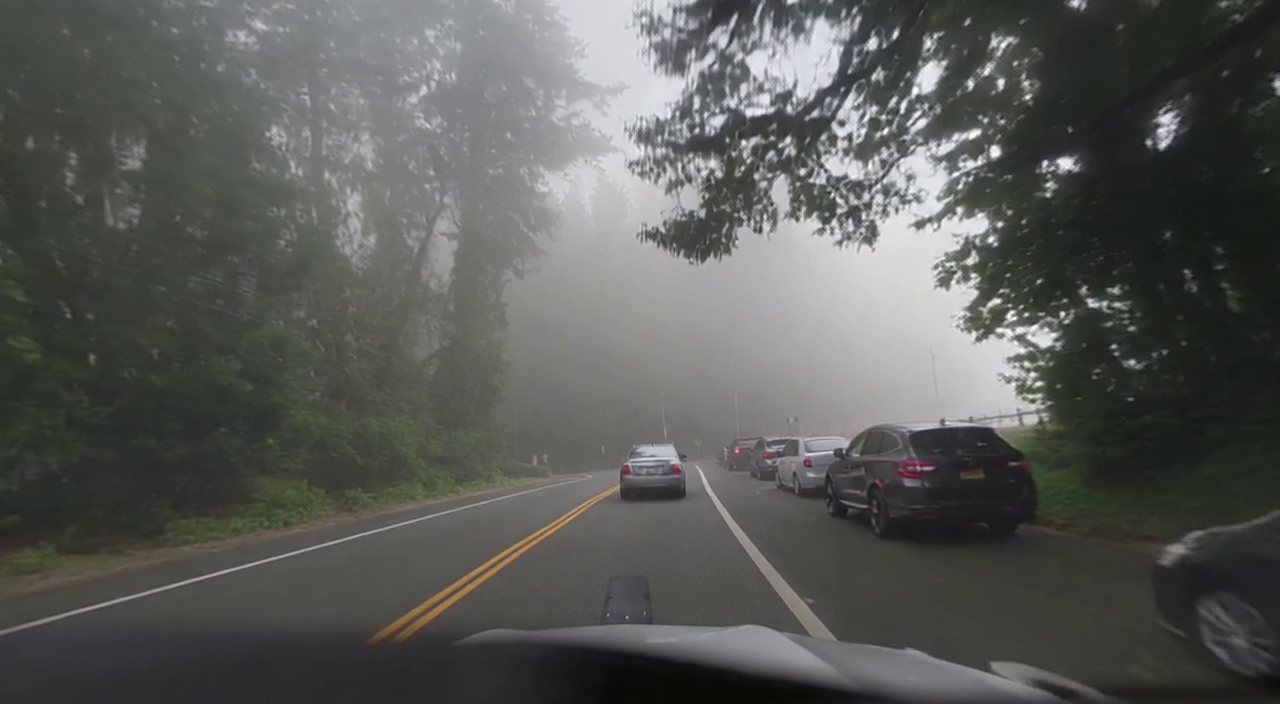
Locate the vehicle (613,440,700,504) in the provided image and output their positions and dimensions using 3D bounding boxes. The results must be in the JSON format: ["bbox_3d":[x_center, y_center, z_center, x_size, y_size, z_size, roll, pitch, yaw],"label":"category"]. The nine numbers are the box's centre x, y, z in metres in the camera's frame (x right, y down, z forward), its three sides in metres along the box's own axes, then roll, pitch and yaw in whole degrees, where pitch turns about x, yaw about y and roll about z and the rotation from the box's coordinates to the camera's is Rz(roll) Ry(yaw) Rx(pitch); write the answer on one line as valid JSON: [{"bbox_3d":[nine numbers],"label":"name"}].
[{"bbox_3d":[0.475,3.175,17.237,2.078,1.521,4.058,0,-8,2],"label":"vehicle"}]

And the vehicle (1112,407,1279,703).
[{"bbox_3d":[4.051,0.810,1.657,1.992,1.469,4.823,0,-8,2],"label":"vehicle"}]

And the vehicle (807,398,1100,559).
[{"bbox_3d":[4.169,1.765,9.541,2.066,1.804,4.751,0,-8,2],"label":"vehicle"}]
